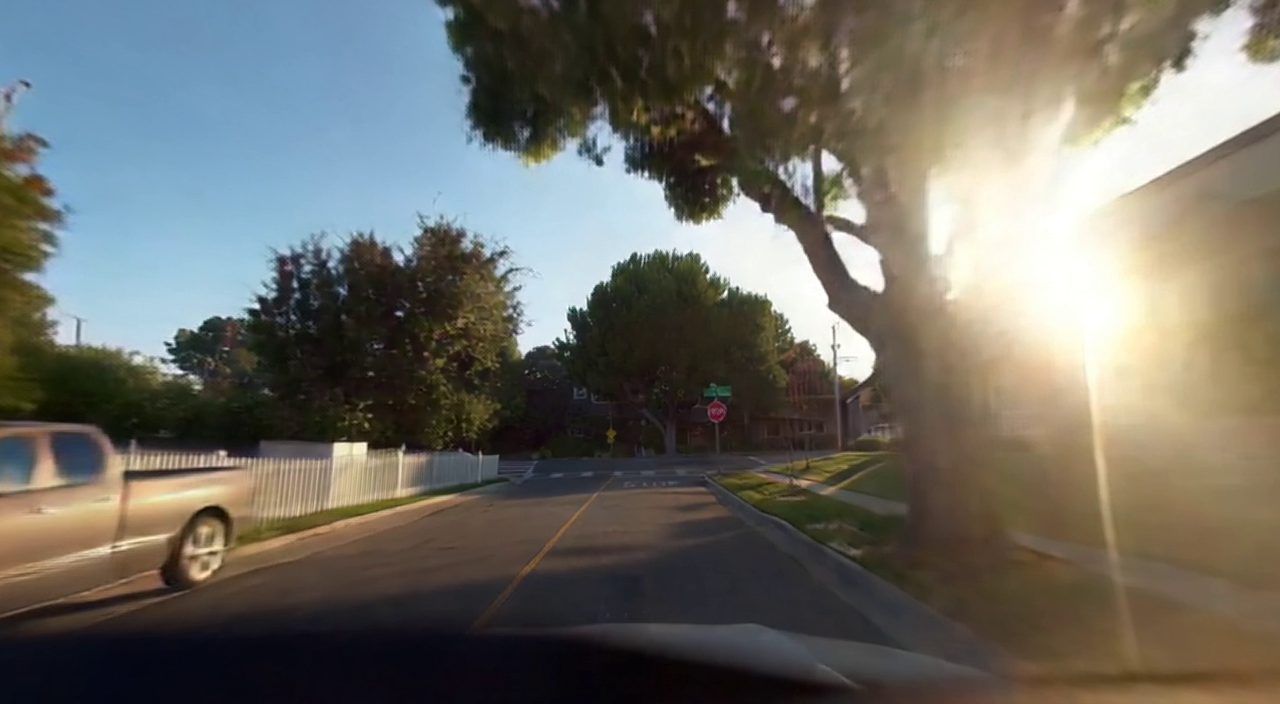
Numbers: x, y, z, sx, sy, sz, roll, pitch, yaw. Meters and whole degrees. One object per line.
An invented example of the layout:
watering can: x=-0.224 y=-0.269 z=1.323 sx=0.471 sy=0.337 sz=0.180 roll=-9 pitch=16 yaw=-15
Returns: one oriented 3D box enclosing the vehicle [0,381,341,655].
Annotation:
vehicle: x=-5.563 y=1.374 z=5.898 sx=2.308 sy=1.899 sz=6.107 roll=-1 pitch=-8 yaw=3
